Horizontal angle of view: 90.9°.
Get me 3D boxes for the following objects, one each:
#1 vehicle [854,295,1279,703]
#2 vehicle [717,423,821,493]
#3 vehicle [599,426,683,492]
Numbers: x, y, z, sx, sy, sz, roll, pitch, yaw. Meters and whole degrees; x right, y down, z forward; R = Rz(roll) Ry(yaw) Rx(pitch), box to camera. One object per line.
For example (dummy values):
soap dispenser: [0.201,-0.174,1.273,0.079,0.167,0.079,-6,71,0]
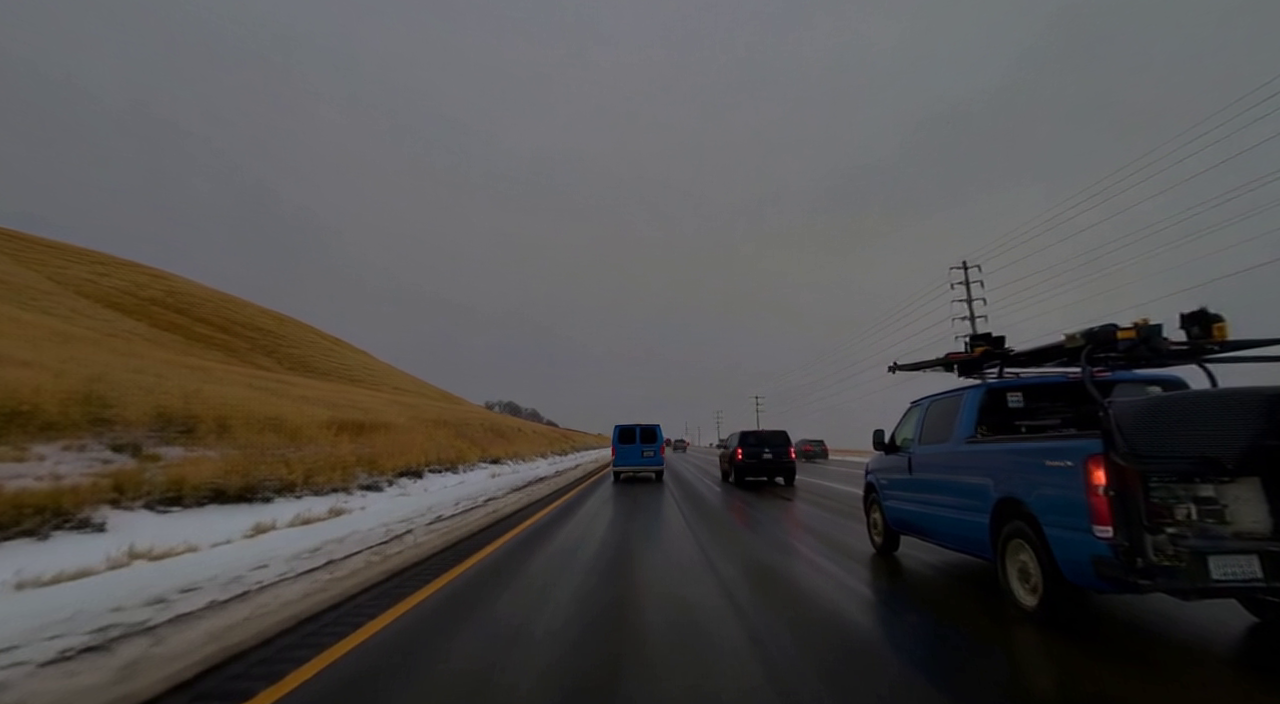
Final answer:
vehicle: [3.903,1.030,4.540,2.691,1.901,5.744,0,-8,0]
vehicle: [3.634,3.095,18.750,2.139,1.821,4.480,0,-8,0]
vehicle: [0.053,3.226,19.331,2.268,1.772,4.523,0,-8,1]
